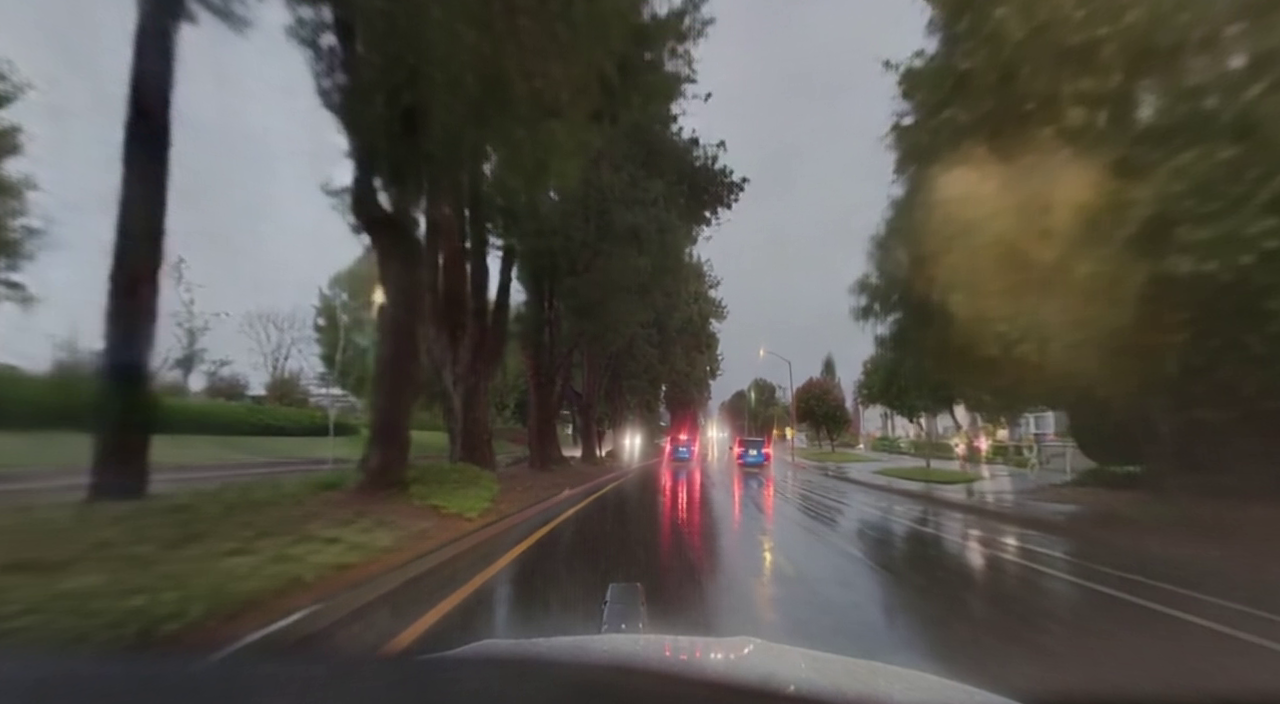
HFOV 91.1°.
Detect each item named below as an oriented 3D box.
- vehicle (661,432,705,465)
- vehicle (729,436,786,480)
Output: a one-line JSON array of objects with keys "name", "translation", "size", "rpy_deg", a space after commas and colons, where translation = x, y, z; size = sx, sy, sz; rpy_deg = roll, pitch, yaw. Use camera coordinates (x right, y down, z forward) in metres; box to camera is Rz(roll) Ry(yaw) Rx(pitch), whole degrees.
[{"name": "vehicle", "translation": [2.608, 5.737, 37.255], "size": [2.251, 1.822, 4.391], "rpy_deg": [-1, -8, 8]}, {"name": "vehicle", "translation": [4.893, 4.468, 26.749], "size": [1.971, 1.663, 4.287], "rpy_deg": [-1, -8, 5]}]
